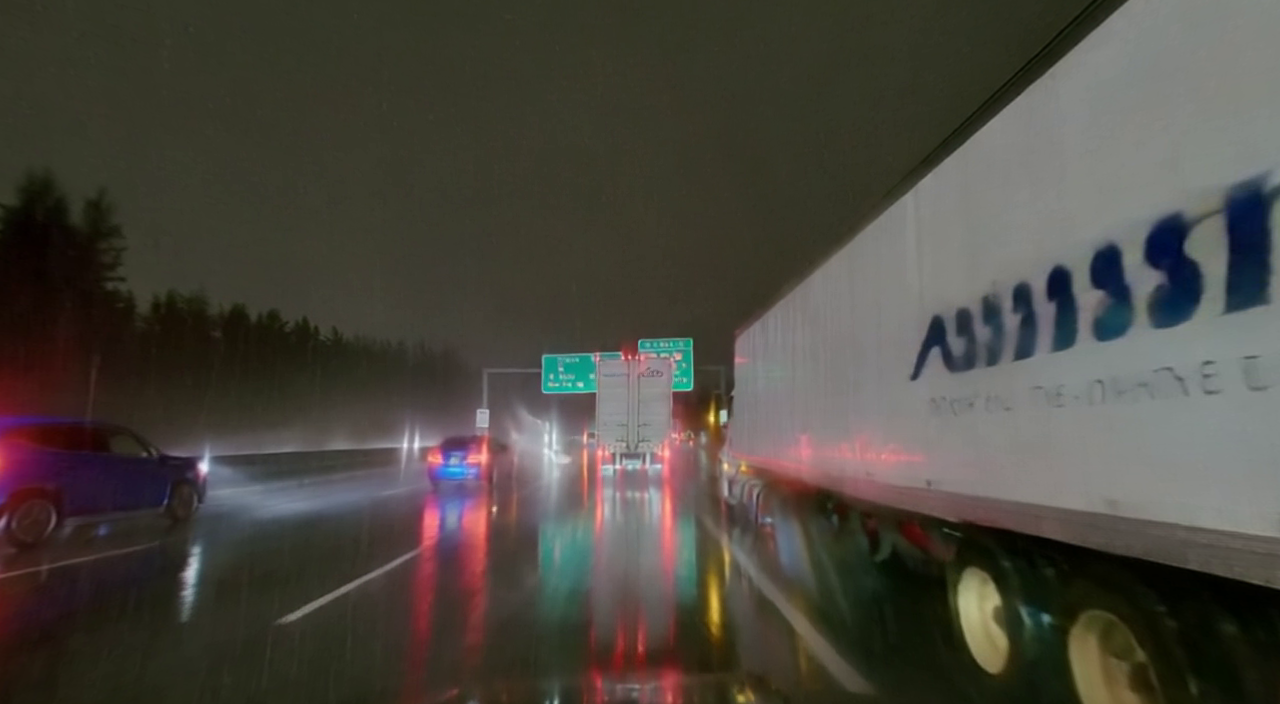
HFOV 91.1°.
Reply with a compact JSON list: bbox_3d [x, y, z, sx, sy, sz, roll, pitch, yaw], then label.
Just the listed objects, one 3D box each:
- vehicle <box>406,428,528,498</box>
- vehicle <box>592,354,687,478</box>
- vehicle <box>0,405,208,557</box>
[{"bbox_3d":[-4.098,2.680,15.594,1.933,1.492,3.838,0,-8,0],"label":"vehicle"},{"bbox_3d":[-0.109,2.818,26.201,3.118,4.106,10.719,0,-8,-1],"label":"vehicle"},{"bbox_3d":[-8.041,1.590,8.139,1.990,1.654,4.129,0,-8,-1],"label":"vehicle"}]
